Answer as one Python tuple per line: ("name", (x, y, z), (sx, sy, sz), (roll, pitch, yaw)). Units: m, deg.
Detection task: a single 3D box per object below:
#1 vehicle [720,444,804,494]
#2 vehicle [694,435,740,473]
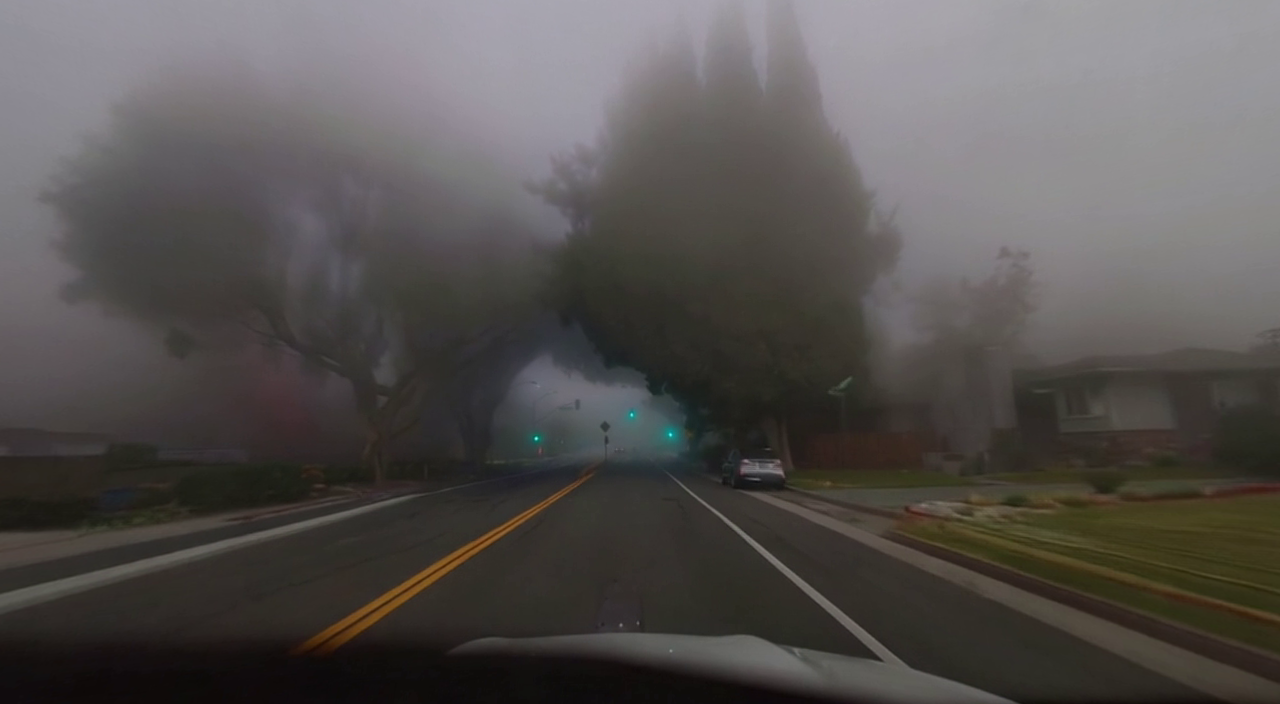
("vehicle", (3.807, 3.714, 20.509), (1.870, 1.441, 4.539), (0, -8, 1))
("vehicle", (4.095, 5.480, 34.168), (2.241, 1.935, 3.270), (-1, -8, 4))
